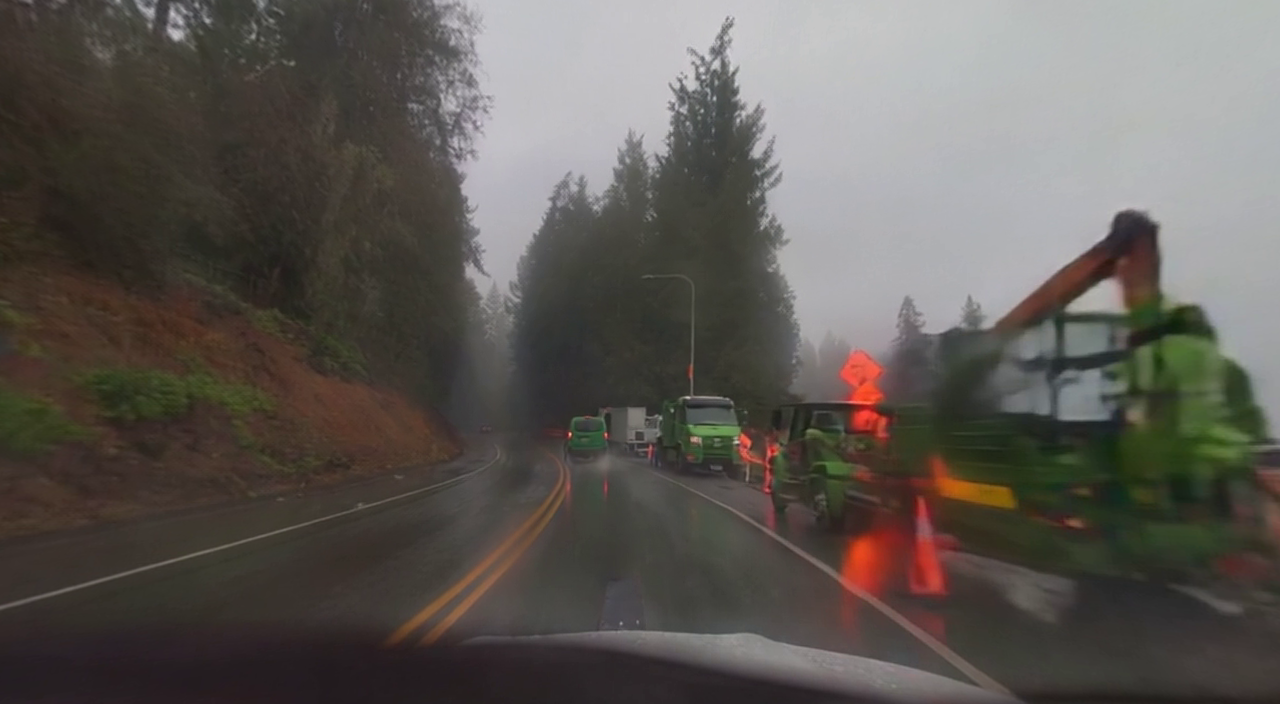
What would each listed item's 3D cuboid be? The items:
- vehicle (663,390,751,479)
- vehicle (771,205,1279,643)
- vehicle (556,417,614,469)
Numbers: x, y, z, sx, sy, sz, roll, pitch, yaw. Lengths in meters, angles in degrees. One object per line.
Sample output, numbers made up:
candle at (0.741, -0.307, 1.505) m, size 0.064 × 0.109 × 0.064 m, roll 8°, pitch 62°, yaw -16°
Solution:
vehicle at (2.428, 3.186, 24.180) m, size 2.703 × 3.066 × 4.047 m, roll 1°, pitch -8°, yaw -3°
vehicle at (4.380, 1.046, 9.040) m, size 3.126 × 3.310 × 8.534 m, roll 0°, pitch -8°, yaw 0°
vehicle at (-2.668, 4.262, 29.531) m, size 2.362 × 2.223 × 4.892 m, roll 1°, pitch -9°, yaw -8°
